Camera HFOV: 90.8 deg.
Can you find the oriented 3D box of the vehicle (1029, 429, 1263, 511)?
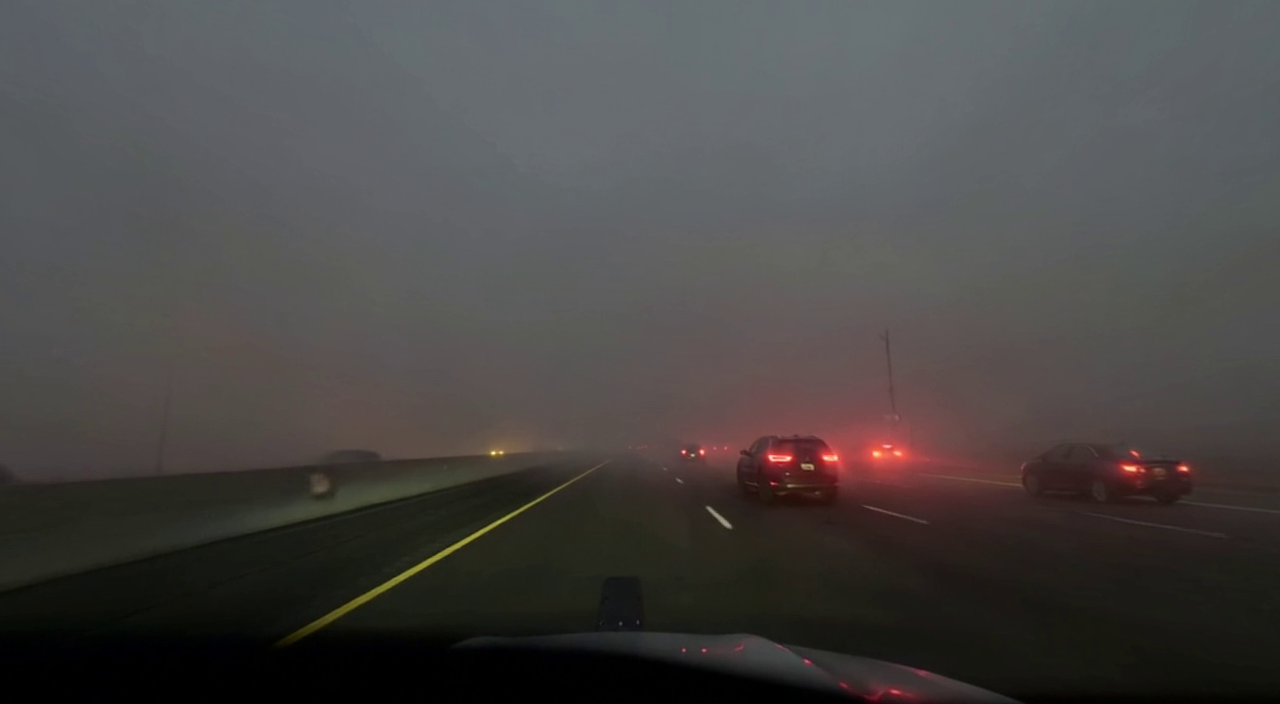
[{"bbox_3d":[11.030,2.587,14.259,1.844,1.560,4.085,0,-8,0],"label":"vehicle"}]

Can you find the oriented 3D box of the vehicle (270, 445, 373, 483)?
[{"bbox_3d":[-11.533,4.037,23.177,1.730,1.210,3.824,0,-8,1],"label":"vehicle"}]

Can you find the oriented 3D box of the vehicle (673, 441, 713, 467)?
[{"bbox_3d":[3.297,6.399,39.798,2.038,1.477,4.313,0,-8,-1],"label":"vehicle"}]

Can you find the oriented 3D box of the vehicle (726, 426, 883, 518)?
[{"bbox_3d":[3.214,2.447,13.451,1.977,1.601,4.598,0,-8,-2],"label":"vehicle"}]
